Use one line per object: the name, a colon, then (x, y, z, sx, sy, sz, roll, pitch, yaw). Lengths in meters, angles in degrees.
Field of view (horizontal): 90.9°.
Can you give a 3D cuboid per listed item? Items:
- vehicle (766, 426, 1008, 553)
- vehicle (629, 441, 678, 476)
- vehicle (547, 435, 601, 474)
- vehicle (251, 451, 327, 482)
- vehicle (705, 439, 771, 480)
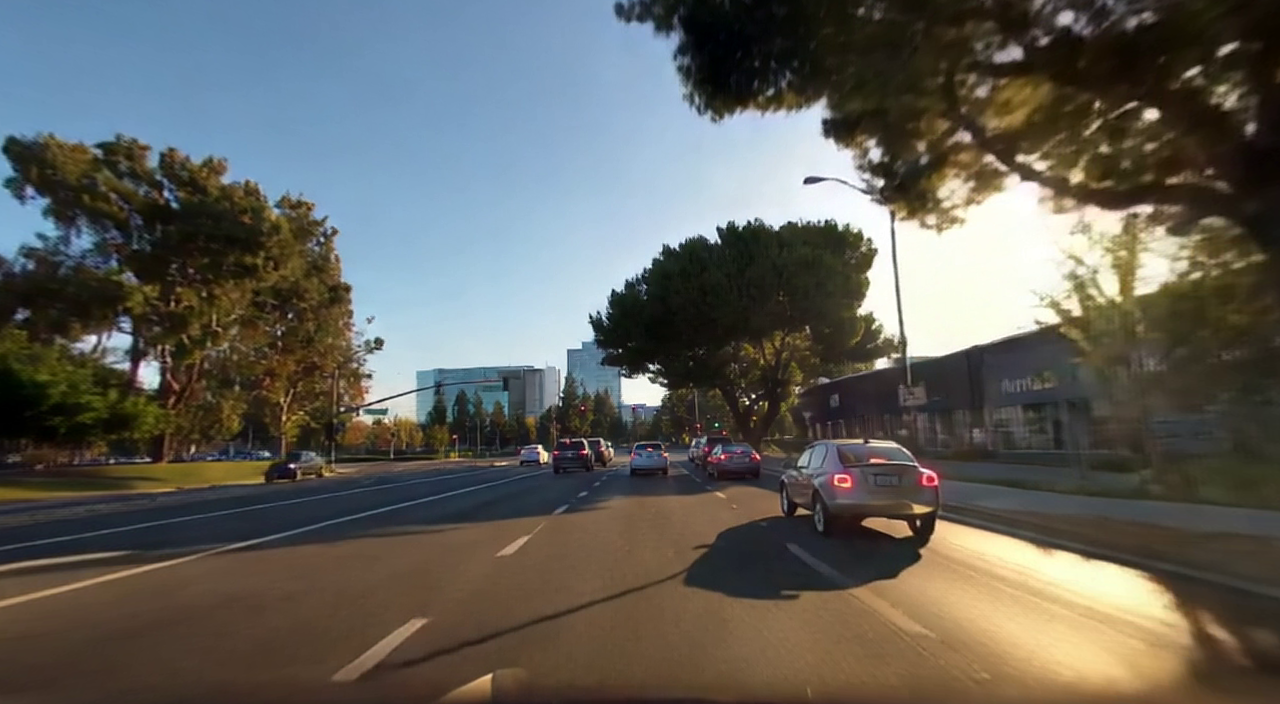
vehicle: (3.350, 1.948, 9.654, 1.948, 1.474, 4.360, 0, -8, 0)
vehicle: (0.560, 4.629, 27.665, 1.971, 1.433, 3.923, 0, -8, 1)
vehicle: (-3.067, 4.879, 30.240, 2.023, 1.720, 4.452, 0, -8, 1)
vehicle: (-22.323, 7.274, 40.350, 2.025, 1.802, 4.848, 0, -8, 0)
vehicle: (3.797, 4.236, 25.127, 1.913, 1.463, 4.198, 0, -8, -1)
